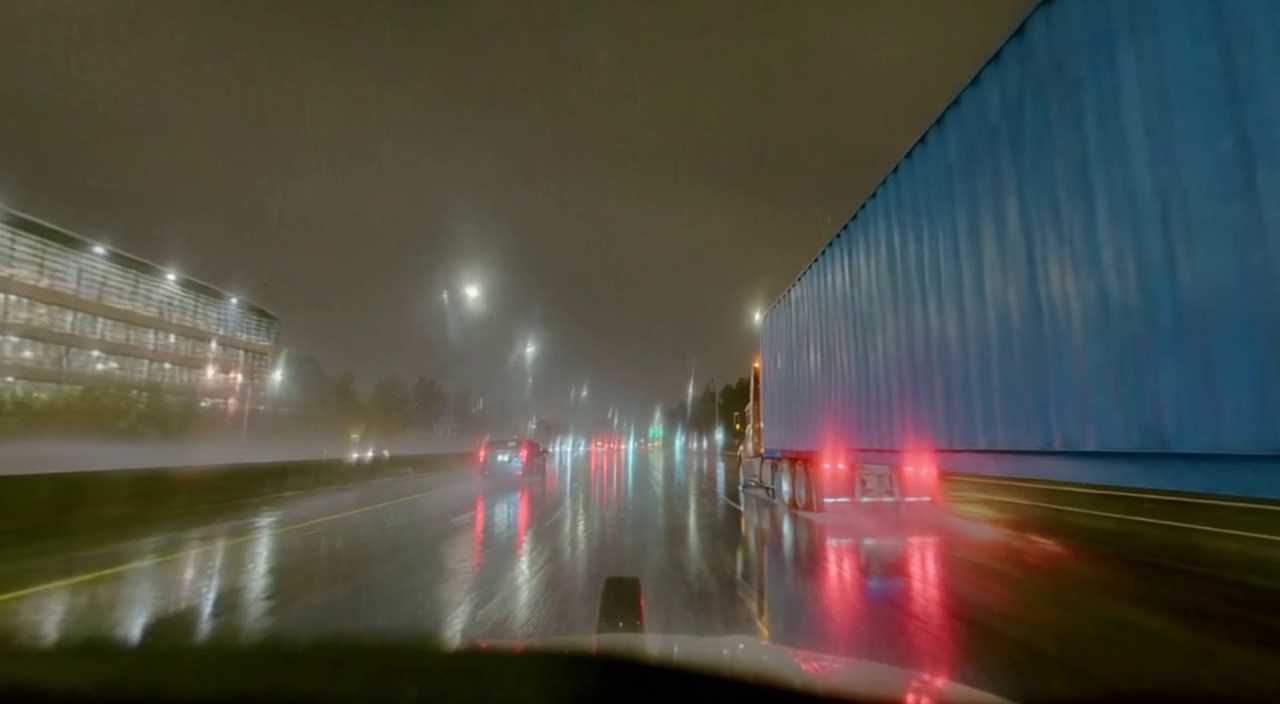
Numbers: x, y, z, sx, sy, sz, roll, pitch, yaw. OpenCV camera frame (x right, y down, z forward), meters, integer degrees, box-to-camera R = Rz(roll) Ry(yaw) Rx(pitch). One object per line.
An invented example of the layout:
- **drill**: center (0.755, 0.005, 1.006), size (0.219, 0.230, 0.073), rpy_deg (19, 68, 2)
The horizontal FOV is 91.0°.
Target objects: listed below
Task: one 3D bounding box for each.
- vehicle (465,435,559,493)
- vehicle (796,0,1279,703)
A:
- **vehicle**: center (-3.713, 3.333, 19.043), size (1.954, 1.528, 4.010), rpy_deg (0, -9, 1)
- **vehicle**: center (3.920, -0.193, 3.348), size (2.893, 3.992, 13.605), rpy_deg (0, -8, 1)
